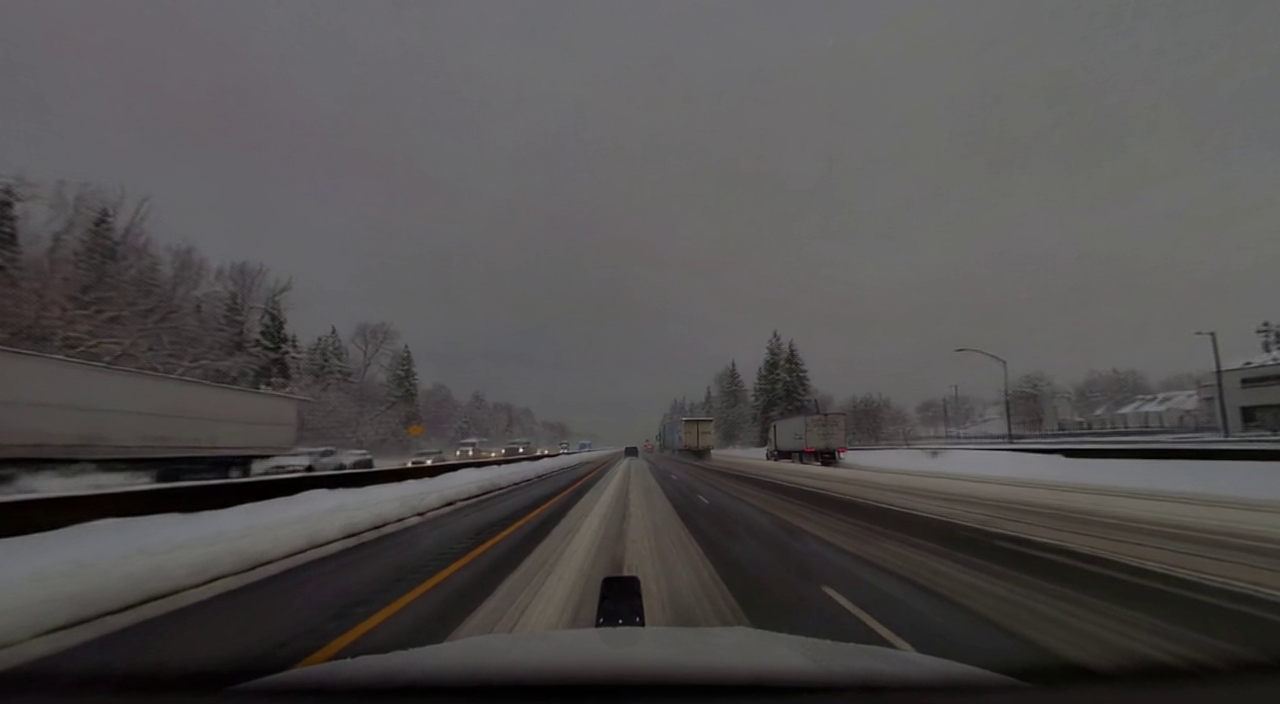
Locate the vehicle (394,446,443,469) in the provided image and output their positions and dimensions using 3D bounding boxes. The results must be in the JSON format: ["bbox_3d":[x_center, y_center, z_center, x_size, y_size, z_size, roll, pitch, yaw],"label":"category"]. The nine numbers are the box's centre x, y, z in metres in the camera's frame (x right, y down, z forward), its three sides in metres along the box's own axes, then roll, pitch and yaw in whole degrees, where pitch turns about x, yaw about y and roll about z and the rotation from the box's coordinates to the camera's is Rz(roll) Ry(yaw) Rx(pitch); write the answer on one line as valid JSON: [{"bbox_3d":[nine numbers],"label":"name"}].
[{"bbox_3d":[-14.181,6.736,40.594,1.881,1.385,3.476,0,-9,0],"label":"vehicle"}]

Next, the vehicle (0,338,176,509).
[{"bbox_3d":[-17.514,1.943,16.766,3.294,4.178,9.302,0,-9,-1],"label":"vehicle"}]

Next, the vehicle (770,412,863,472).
[{"bbox_3d":[10.676,5.649,39.521,2.912,3.293,9.588,0,-9,-1],"label":"vehicle"}]

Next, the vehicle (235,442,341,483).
[{"bbox_3d":[-13.586,4.267,24.668,1.922,1.434,3.799,0,-9,0],"label":"vehicle"}]

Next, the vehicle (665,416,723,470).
[{"bbox_3d":[3.281,5.824,40.231,2.742,3.054,7.537,0,-9,-2],"label":"vehicle"}]
